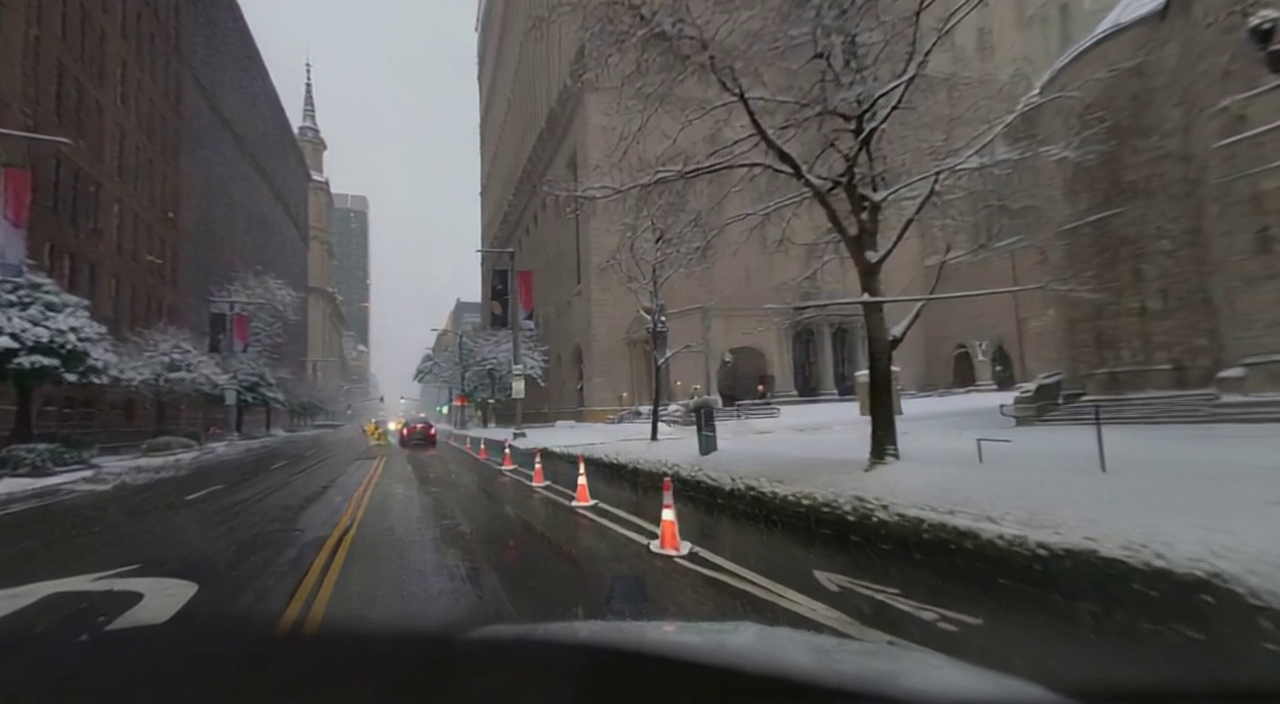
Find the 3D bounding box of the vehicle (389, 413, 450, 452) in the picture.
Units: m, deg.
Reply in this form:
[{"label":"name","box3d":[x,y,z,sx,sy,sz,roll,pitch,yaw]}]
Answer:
[{"label":"vehicle","box3d":[-9.533,3.428,27.017,2.216,1.492,4.725,2,-8,-22]}]
